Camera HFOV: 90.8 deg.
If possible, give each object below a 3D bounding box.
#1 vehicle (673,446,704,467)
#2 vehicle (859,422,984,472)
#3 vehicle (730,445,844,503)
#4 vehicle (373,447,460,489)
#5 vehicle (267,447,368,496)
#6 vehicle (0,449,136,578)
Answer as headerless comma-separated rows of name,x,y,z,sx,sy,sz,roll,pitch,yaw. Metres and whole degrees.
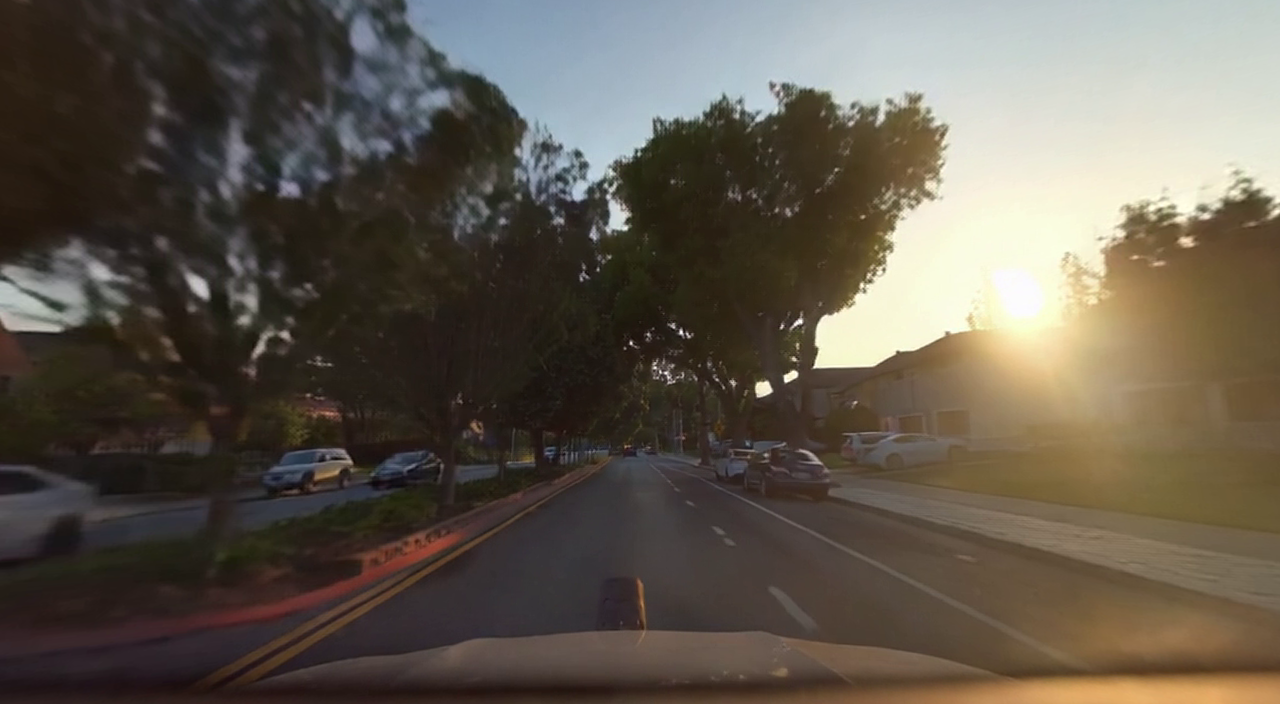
vehicle,3.639,7.971,48.437,1.991,1.500,4.562,0,-8,0
vehicle,11.170,3.804,25.258,3.999,1.599,1.819,-4,-8,0
vehicle,4.035,3.411,18.269,1.946,1.431,4.695,0,-8,-3
vehicle,-8.815,4.583,25.394,1.871,1.484,4.383,0,-8,0
vehicle,-13.139,4.839,26.095,1.978,1.706,4.310,-3,-8,-1
vehicle,-8.339,1.799,6.821,1.986,1.442,4.602,0,-8,0
